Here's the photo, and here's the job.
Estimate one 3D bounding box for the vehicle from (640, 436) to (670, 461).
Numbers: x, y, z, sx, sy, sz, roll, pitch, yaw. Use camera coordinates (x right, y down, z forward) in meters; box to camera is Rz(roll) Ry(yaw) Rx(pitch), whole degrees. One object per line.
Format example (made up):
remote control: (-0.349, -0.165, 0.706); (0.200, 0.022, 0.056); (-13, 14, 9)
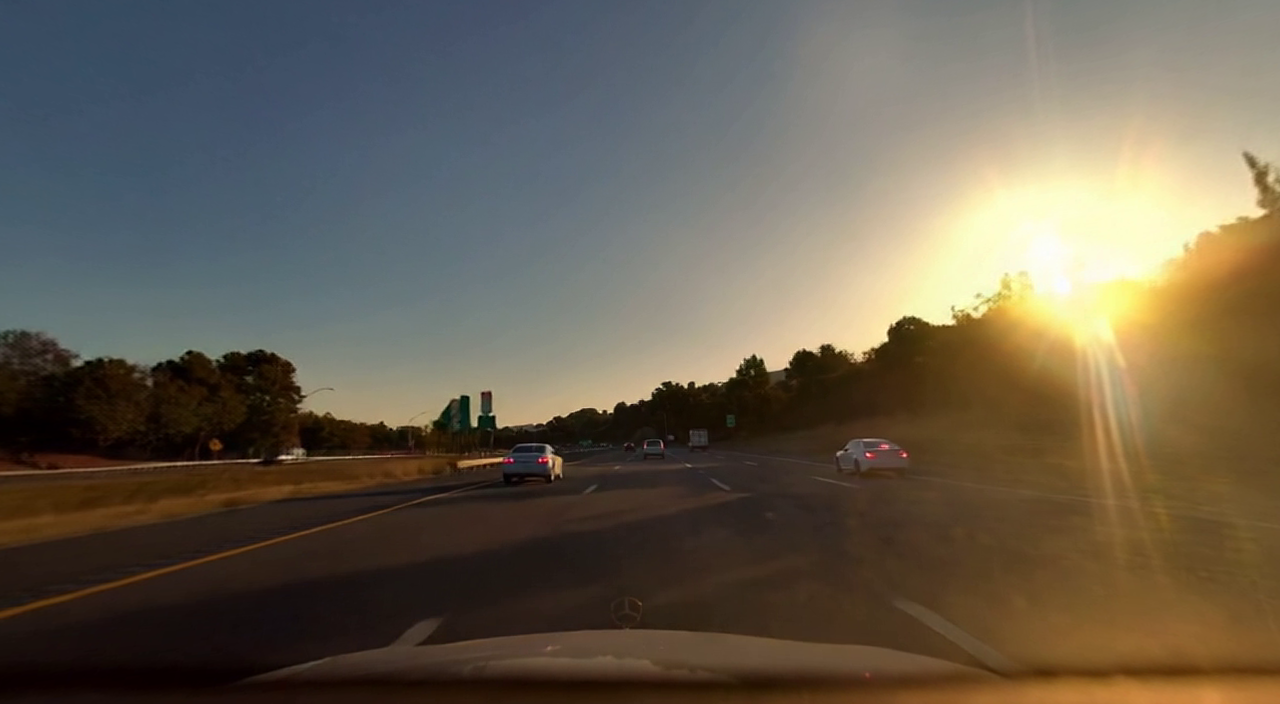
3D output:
vehicle: (1.081, 6.918, 45.270); (2.063, 1.698, 4.355); (0, -8, 1)

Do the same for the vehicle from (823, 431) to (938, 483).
vehicle: (7.765, 3.446, 20.896); (1.870, 1.493, 5.015); (0, -8, 0)

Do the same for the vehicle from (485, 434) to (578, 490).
vehicle: (-3.256, 3.416, 19.816); (2.050, 1.546, 4.344); (-1, -8, 2)
